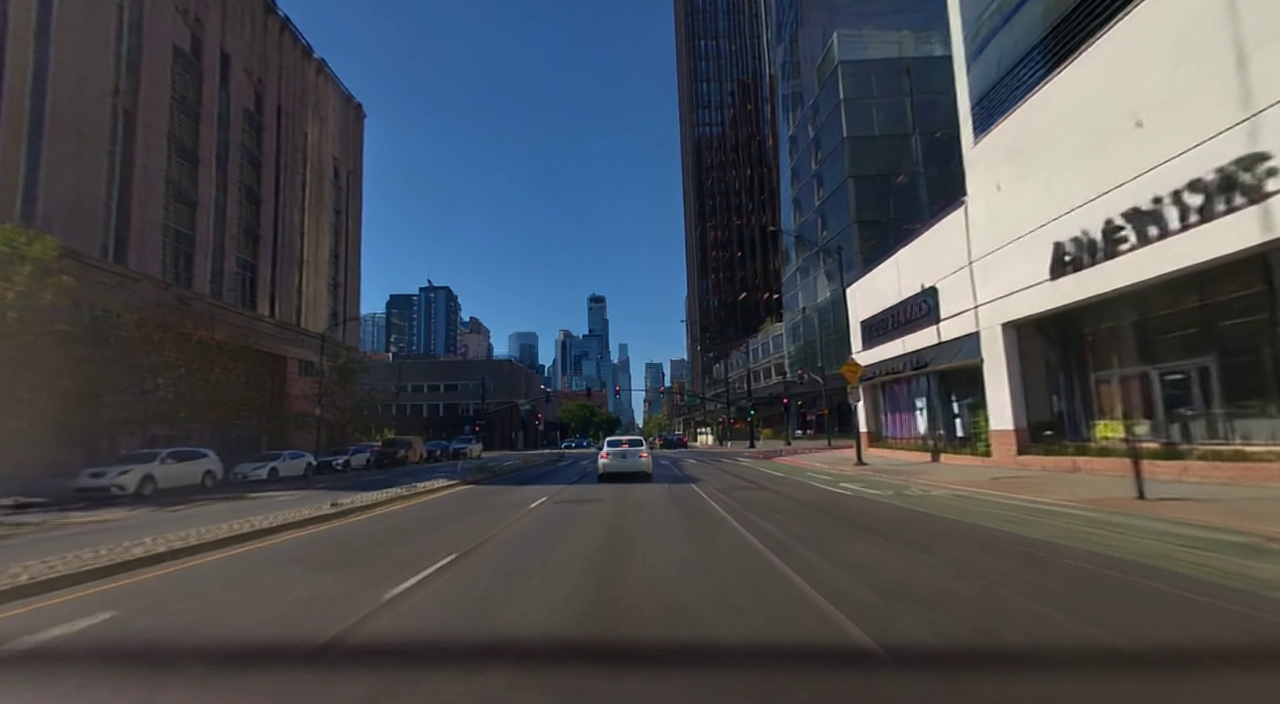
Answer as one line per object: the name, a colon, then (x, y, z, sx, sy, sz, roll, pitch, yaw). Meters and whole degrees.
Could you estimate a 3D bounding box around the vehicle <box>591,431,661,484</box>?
vehicle: (-0.400, 3.374, 20.423, 2.045, 1.510, 3.690, 0, -9, 0)

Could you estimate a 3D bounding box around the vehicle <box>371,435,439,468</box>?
vehicle: (-15.432, 6.588, 41.902, 2.250, 1.981, 5.861, 0, -9, 0)

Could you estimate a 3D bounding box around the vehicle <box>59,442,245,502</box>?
vehicle: (-15.563, 3.804, 20.585, 2.130, 1.692, 4.734, -1, -9, 2)

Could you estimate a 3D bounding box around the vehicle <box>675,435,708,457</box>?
vehicle: (3.592, 6.725, 45.018, 2.122, 1.454, 4.271, -1, -9, 2)

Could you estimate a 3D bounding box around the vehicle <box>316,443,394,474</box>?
vehicle: (-15.619, 5.853, 34.909, 2.131, 1.560, 4.563, -1, -9, 1)

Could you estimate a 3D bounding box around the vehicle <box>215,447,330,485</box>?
vehicle: (-15.691, 4.864, 27.346, 1.931, 1.455, 5.023, 0, -9, 0)
